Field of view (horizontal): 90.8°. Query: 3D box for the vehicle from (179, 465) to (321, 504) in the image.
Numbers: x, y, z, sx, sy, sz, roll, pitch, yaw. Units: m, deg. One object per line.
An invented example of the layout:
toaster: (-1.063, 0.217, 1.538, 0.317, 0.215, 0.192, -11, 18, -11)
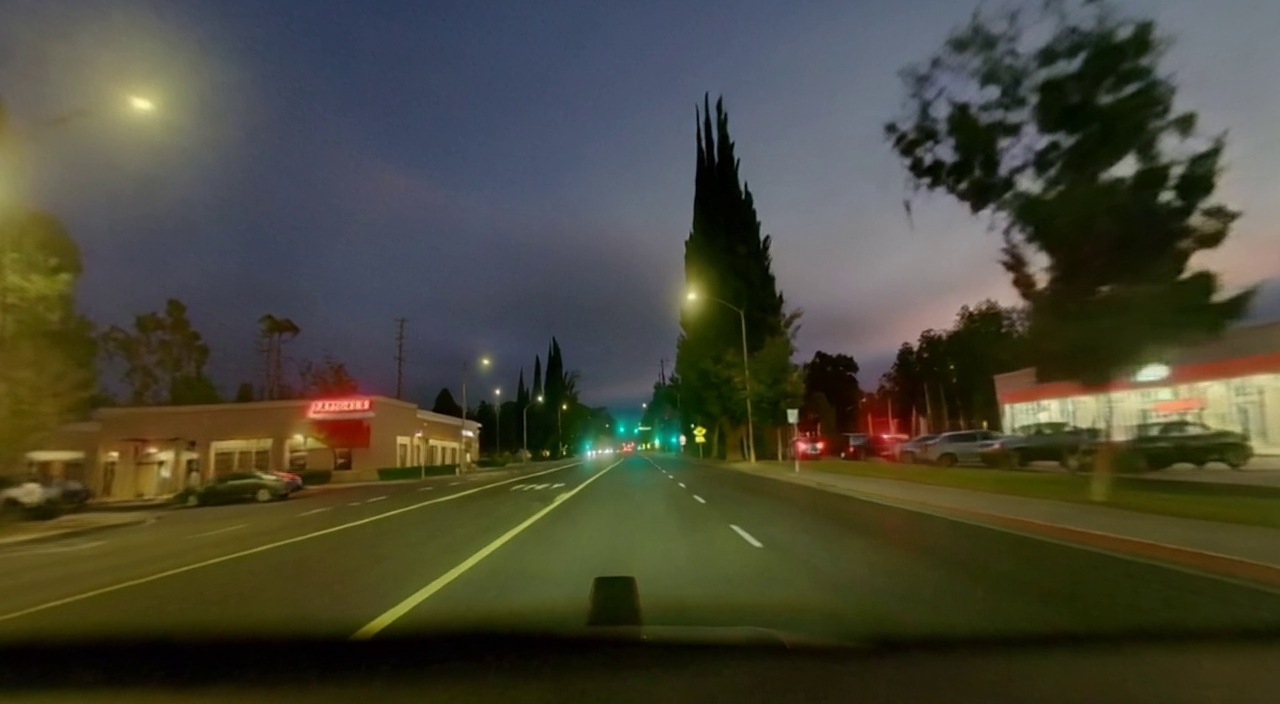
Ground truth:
vehicle: (-16.900, 5.741, 27.571, 4.752, 1.523, 2.123, 0, -8, -2)

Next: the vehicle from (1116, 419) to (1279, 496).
vehicle: (16.080, 2.722, 16.782, 4.914, 1.540, 2.200, -6, -8, 2)
